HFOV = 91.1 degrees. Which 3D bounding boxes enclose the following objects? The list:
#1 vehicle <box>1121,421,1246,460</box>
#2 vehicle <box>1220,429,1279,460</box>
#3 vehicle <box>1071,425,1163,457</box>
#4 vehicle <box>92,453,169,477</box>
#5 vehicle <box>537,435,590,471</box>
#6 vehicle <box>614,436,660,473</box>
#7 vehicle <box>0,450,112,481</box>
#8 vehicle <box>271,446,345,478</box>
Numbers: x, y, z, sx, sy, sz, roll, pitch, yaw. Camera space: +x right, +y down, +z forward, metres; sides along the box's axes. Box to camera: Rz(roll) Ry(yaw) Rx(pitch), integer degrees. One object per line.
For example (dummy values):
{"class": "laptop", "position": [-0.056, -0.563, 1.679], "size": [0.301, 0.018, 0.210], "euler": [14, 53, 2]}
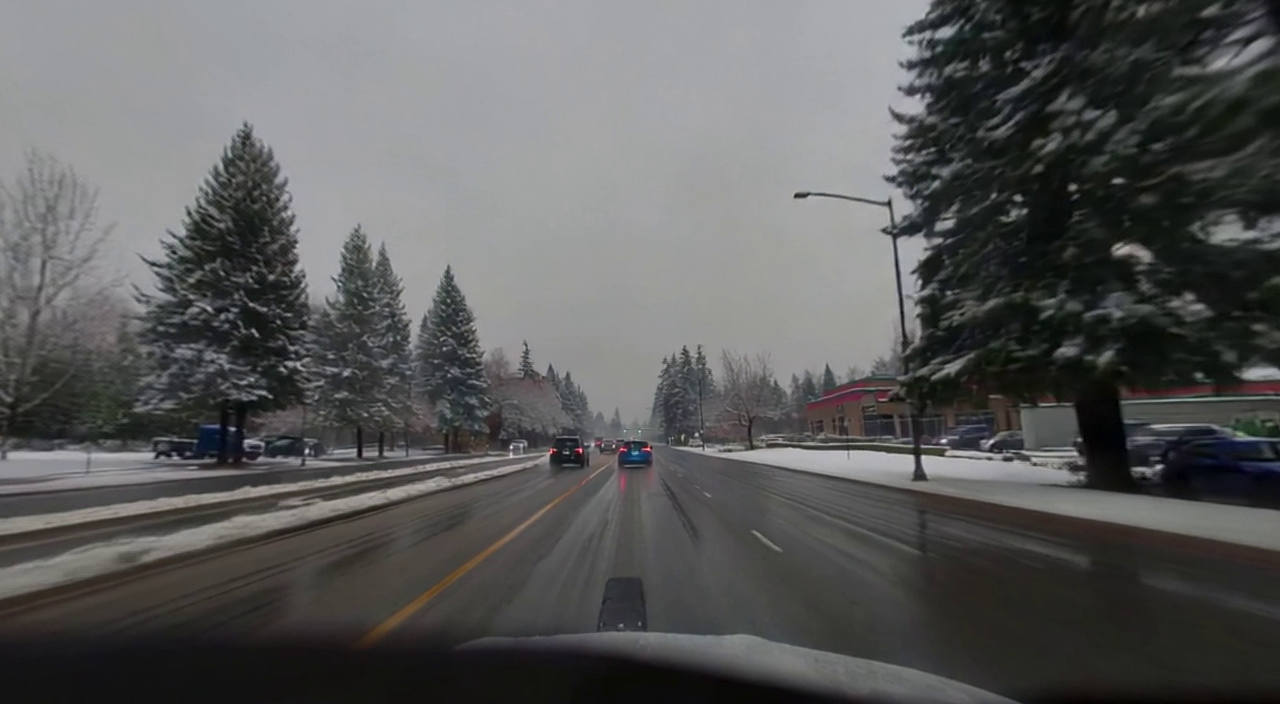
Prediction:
{"class": "vehicle", "position": [30.299, 4.987, 35.302], "size": [2.225, 1.995, 5.253], "euler": [0, -9, -1]}
{"class": "vehicle", "position": [34.916, 5.091, 34.656], "size": [1.903, 1.630, 3.895], "euler": [0, -8, -2]}
{"class": "vehicle", "position": [31.404, 5.882, 41.402], "size": [4.175, 2.084, 2.155], "euler": [0, -9, 1]}
{"class": "vehicle", "position": [-34.259, 7.571, 42.224], "size": [3.654, 1.375, 1.779], "euler": [-1, -6, 0]}
{"class": "vehicle", "position": [-3.861, 5.198, 32.372], "size": [2.113, 1.713, 4.422], "euler": [0, -8, 0]}
{"class": "vehicle", "position": [-0.151, 4.874, 30.017], "size": [2.042, 1.641, 4.187], "euler": [0, -8, 0]}
{"class": "vehicle", "position": [-34.409, 6.660, 37.055], "size": [4.697, 1.596, 2.031], "euler": [-1, -6, 3]}
{"class": "vehicle", "position": [-19.480, 6.459, 37.091], "size": [1.946, 1.725, 4.508], "euler": [0, -8, -1]}
